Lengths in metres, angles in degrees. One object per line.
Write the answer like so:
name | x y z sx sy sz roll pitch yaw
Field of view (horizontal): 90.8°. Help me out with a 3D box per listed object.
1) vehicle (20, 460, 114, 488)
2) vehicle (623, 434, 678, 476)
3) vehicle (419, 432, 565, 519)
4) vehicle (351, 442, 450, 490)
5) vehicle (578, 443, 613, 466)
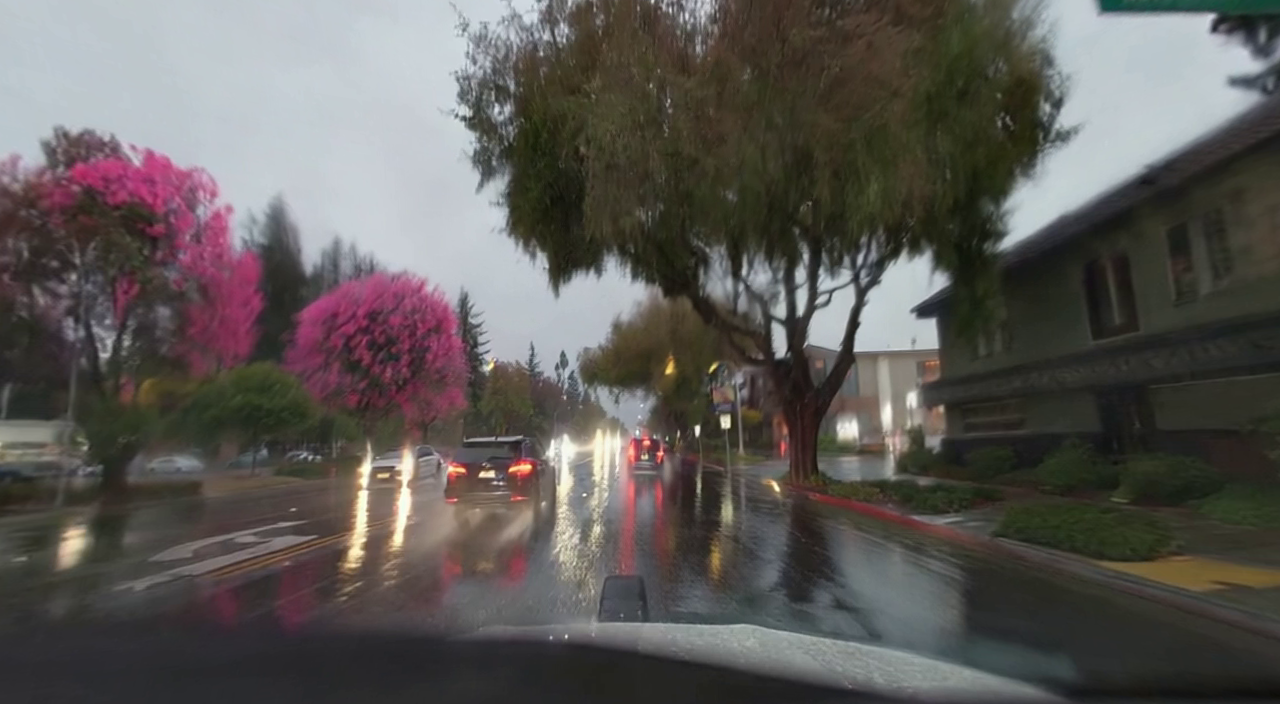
vehicle | -31.191 6.648 34.447 3.451 1.425 1.616 0 -8 0
vehicle | 0.462 4.797 29.583 2.376 1.801 4.317 0 -8 0
vehicle | -3.058 2.657 14.106 2.167 1.634 4.220 0 -8 1
vehicle | -9.551 4.543 25.679 2.190 1.744 4.612 0 -8 0
vehicle | -2.877 6.785 41.846 2.001 1.431 4.389 0 -8 1
